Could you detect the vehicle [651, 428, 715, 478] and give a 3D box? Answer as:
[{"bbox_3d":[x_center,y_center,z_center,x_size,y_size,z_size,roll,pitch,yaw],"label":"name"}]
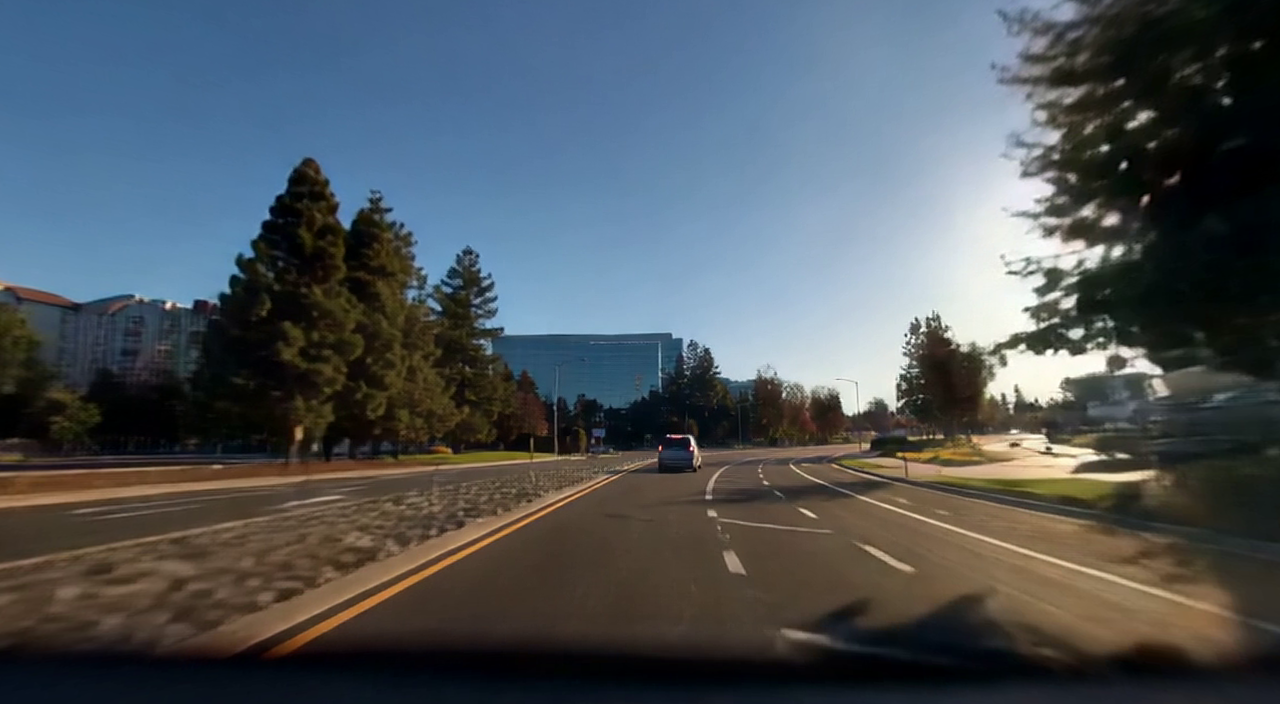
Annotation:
[{"bbox_3d":[2.016,4.414,27.650,2.371,1.926,5.615,-1,-9,8],"label":"vehicle"}]
